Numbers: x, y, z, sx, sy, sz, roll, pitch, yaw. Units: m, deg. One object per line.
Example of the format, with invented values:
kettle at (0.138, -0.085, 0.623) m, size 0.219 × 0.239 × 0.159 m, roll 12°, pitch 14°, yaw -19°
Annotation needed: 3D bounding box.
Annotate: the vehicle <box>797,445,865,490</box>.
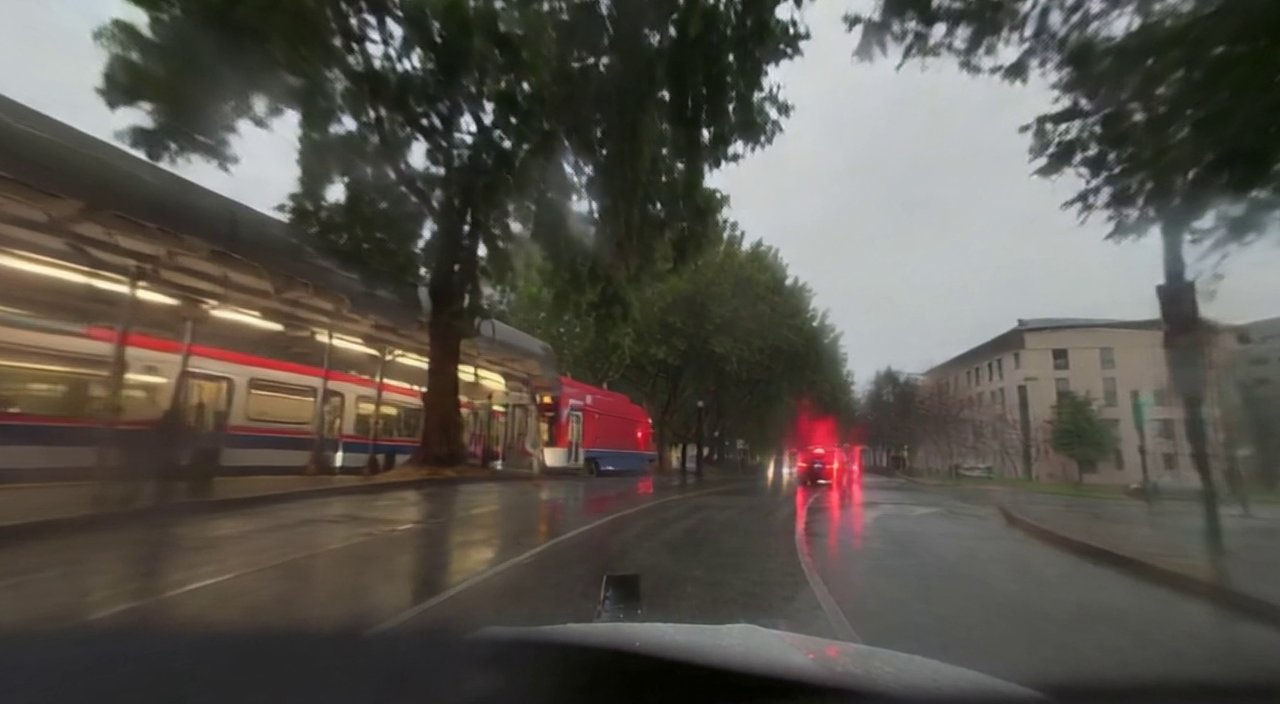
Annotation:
vehicle at (8.374, 4.930, 27.433) m, size 2.263 × 1.765 × 4.237 m, roll -4°, pitch -9°, yaw 23°
